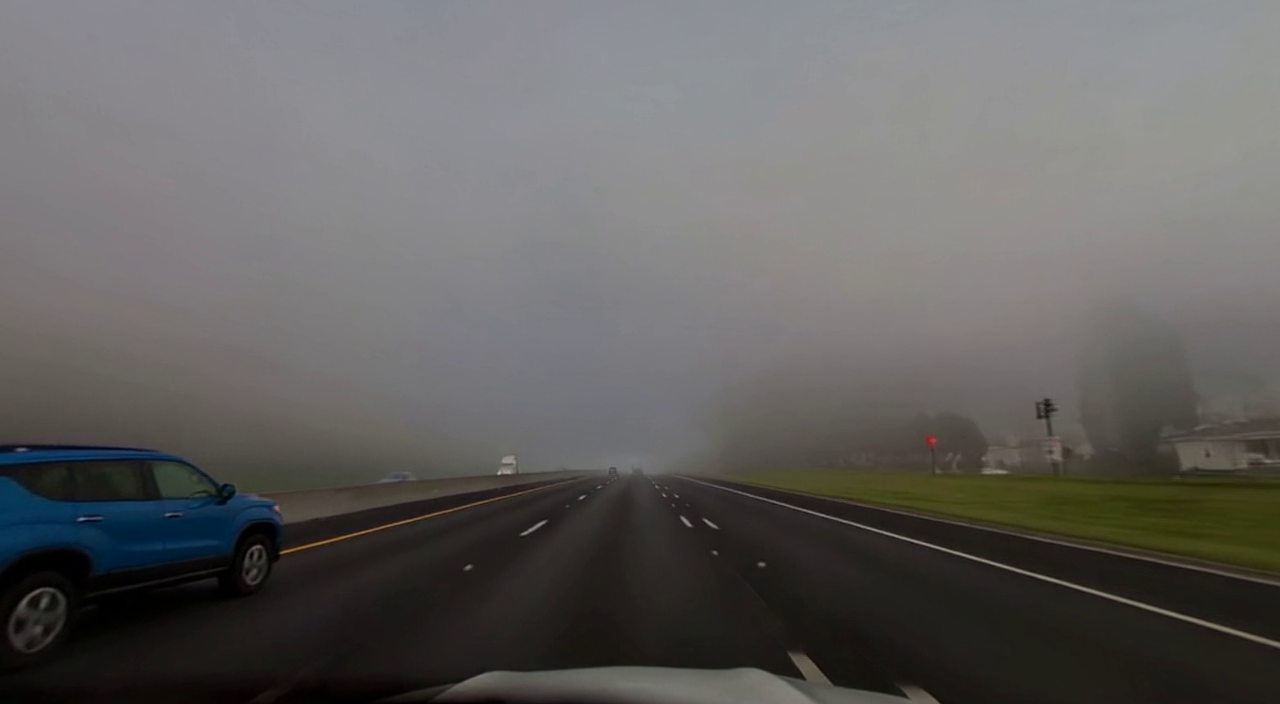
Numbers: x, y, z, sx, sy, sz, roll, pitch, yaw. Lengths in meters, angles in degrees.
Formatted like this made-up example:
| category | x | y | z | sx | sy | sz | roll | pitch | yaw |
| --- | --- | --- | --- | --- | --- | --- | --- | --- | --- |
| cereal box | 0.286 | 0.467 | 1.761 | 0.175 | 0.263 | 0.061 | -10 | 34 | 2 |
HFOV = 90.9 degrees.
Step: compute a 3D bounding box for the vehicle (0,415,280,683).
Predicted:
| category | x | y | z | sx | sy | sz | roll | pitch | yaw |
| --- | --- | --- | --- | --- | --- | --- | --- | --- | --- |
| vehicle | -4.666 | 1.264 | 4.363 | 1.914 | 1.534 | 4.015 | 1 | -10 | 0 |
